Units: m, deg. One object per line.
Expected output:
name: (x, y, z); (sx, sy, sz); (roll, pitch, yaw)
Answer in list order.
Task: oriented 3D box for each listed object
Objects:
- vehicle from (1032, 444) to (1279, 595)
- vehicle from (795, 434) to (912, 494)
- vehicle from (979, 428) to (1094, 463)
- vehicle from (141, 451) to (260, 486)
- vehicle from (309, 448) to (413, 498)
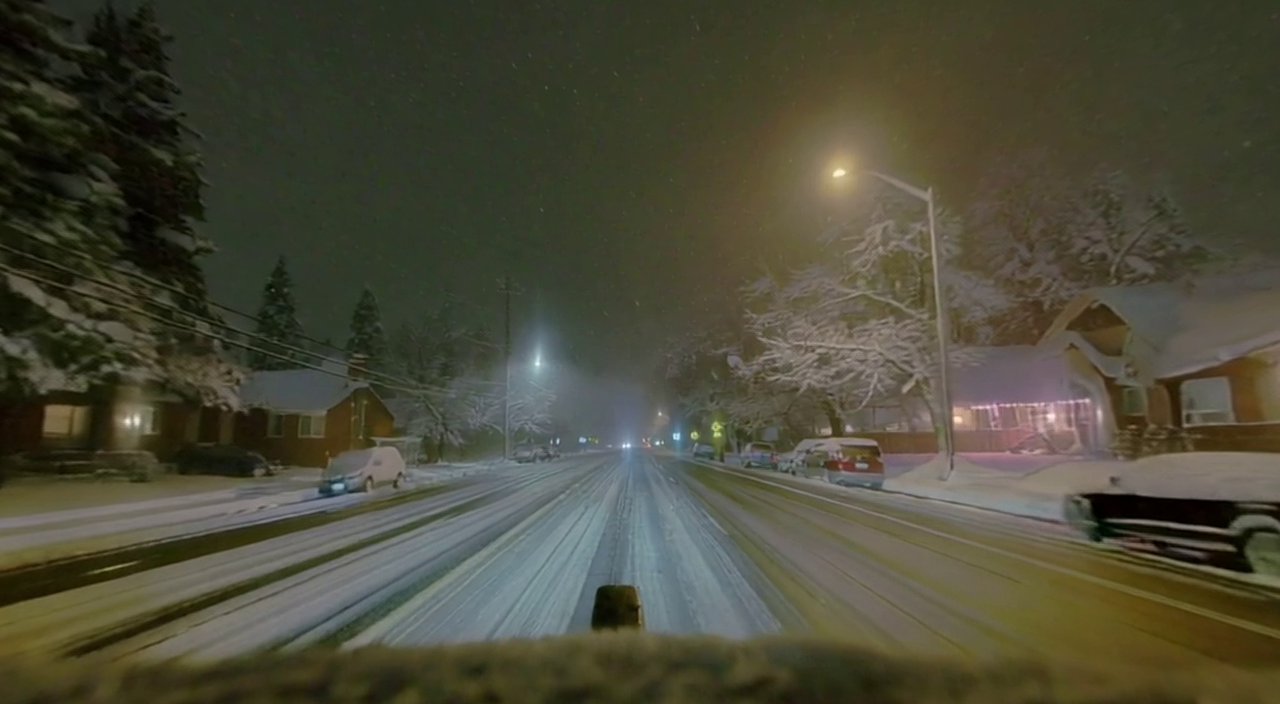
vehicle: (7.314, 1.873, 7.694); (1.982, 1.479, 4.687); (0, -9, -1)
vehicle: (7.070, 3.754, 21.662); (2.087, 1.762, 5.493); (0, -8, 0)
vehicle: (20.547, 4.873, 32.871); (4.600, 1.757, 2.050); (0, -9, -2)
vehicle: (-20.469, 5.435, 29.563); (4.055, 1.511, 1.898); (0, -9, -5)
vehicle: (-10.829, 4.710, 24.994); (2.048, 1.692, 4.635); (-2, -9, -1)
